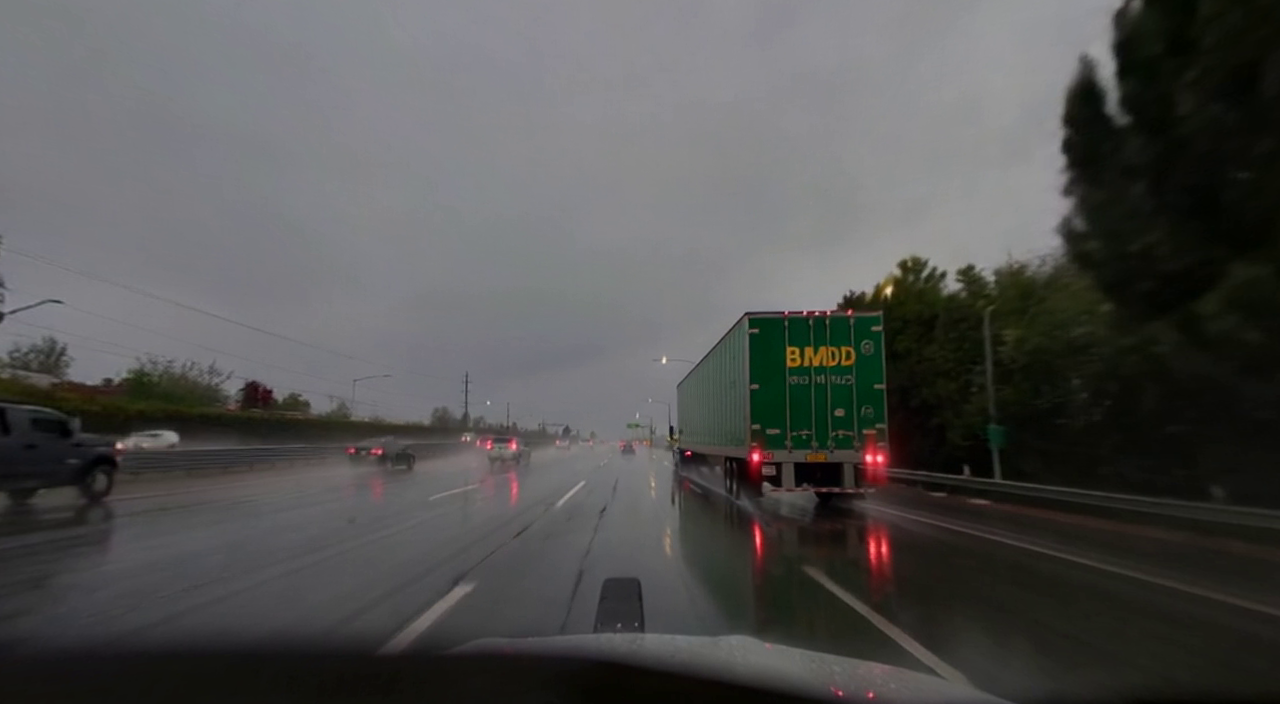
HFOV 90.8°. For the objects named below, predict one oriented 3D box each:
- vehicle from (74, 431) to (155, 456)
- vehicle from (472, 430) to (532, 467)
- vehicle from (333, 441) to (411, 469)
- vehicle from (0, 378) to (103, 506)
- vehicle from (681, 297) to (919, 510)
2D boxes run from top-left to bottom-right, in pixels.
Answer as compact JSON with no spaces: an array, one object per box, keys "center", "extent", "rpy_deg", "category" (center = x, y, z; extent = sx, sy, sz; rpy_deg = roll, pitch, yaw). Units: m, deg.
[{"center":[-34.471,6.031,41.579],"extent":[1.781,1.492,4.110],"rpy_deg":[0,-8,0],"category":"vehicle"},{"center":[-7.474,5.305,34.778],"extent":[2.100,1.905,5.119],"rpy_deg":[0,-8,0],"category":"vehicle"},{"center":[-14.097,5.431,33.565],"extent":[2.067,1.398,4.863],"rpy_deg":[0,-8,0],"category":"vehicle"},{"center":[-14.095,1.696,11.906],"extent":[2.307,2.571,6.260],"rpy_deg":[0,-8,0],"category":"vehicle"},{"center":[3.418,2.005,19.226],"extent":[2.891,3.944,15.051],"rpy_deg":[0,-8,-2],"category":"vehicle"}]
